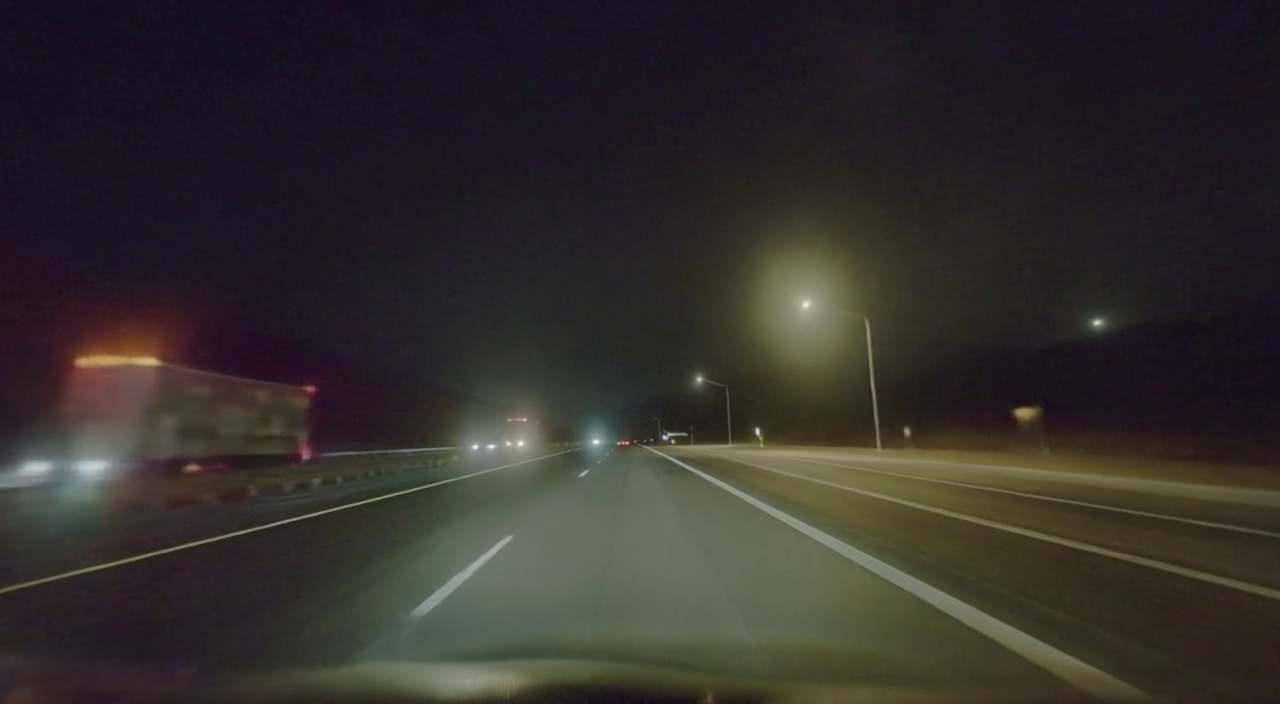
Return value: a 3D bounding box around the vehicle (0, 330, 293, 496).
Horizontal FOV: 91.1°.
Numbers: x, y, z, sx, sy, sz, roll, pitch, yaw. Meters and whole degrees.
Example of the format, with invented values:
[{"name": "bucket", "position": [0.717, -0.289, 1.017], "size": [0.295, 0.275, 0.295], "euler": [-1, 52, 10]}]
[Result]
[{"name": "vehicle", "position": [-16.954, 2.100, 19.323], "size": [3.459, 3.900, 16.947], "euler": [-2, -8, -1]}]
